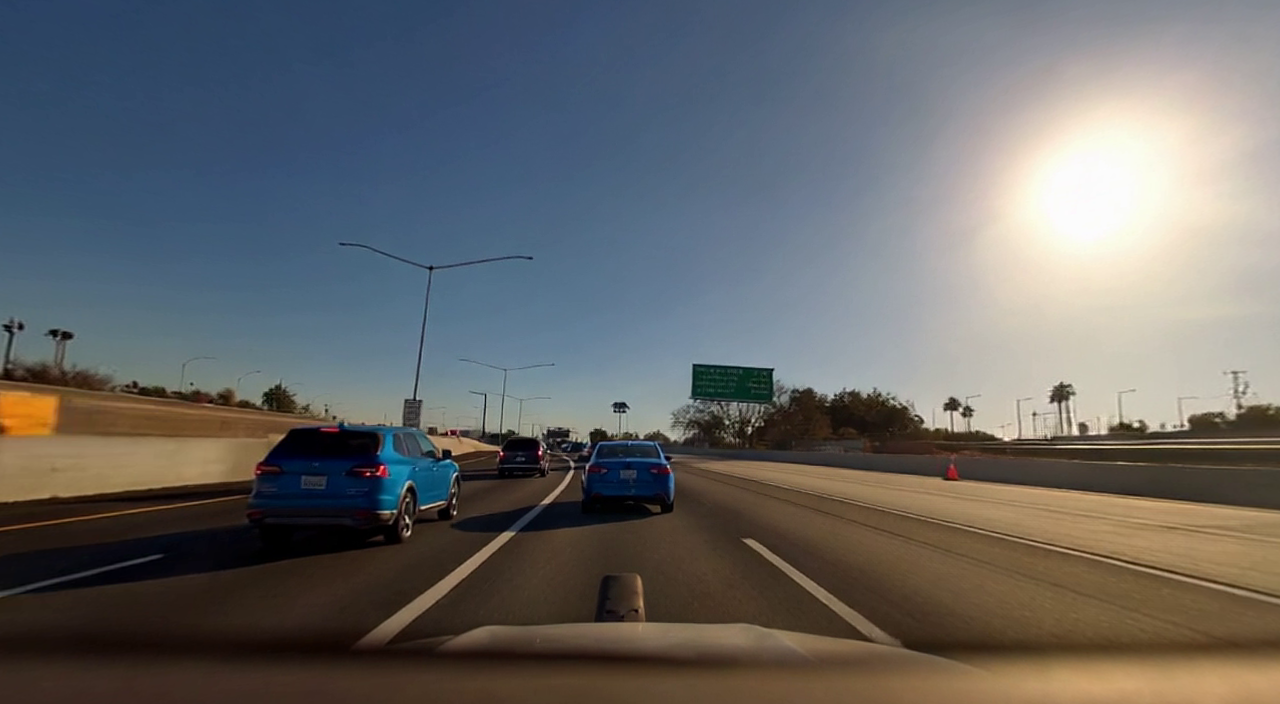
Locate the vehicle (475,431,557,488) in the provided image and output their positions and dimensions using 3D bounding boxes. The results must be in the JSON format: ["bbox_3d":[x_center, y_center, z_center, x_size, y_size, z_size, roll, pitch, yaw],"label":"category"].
[{"bbox_3d":[-4.097,3.612,21.532,1.982,1.727,4.057,0,-9,-1],"label":"vehicle"}]

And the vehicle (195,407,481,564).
[{"bbox_3d":[-3.834,1.773,9.029,2.025,1.708,4.089,0,-9,0],"label":"vehicle"}]

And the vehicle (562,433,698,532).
[{"bbox_3d":[-0.213,2.294,11.708,2.069,1.484,3.982,0,-9,-2],"label":"vehicle"}]
